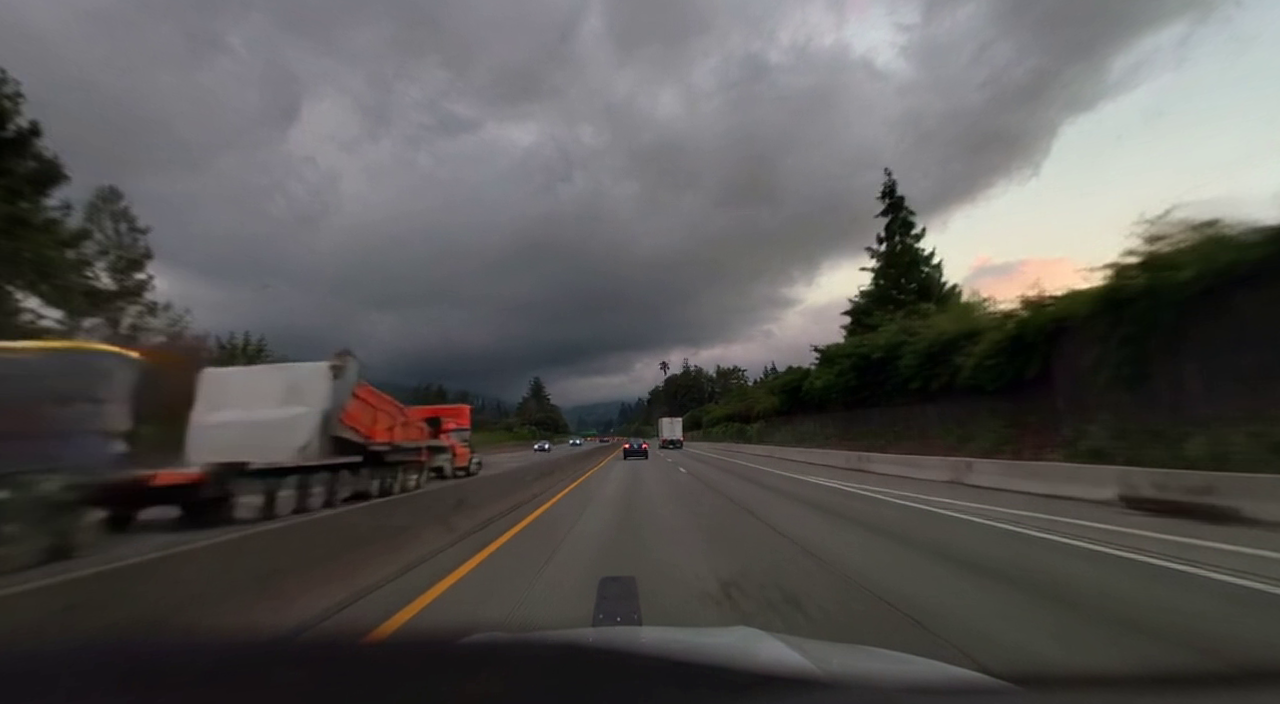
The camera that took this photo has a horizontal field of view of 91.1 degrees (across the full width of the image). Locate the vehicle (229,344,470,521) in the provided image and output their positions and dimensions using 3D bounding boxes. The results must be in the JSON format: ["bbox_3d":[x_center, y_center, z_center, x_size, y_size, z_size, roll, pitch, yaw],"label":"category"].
[{"bbox_3d":[-8.332,2.602,20.113,3.129,4.014,10.246,-4,-8,-2],"label":"vehicle"}]

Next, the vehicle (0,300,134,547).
[{"bbox_3d":[-12.687,0.658,7.041,3.059,4.267,13.103,0,-9,0],"label":"vehicle"}]

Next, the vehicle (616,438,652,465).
[{"bbox_3d":[-0.362,5.756,36.624,2.004,1.472,4.075,0,-8,-1],"label":"vehicle"}]
